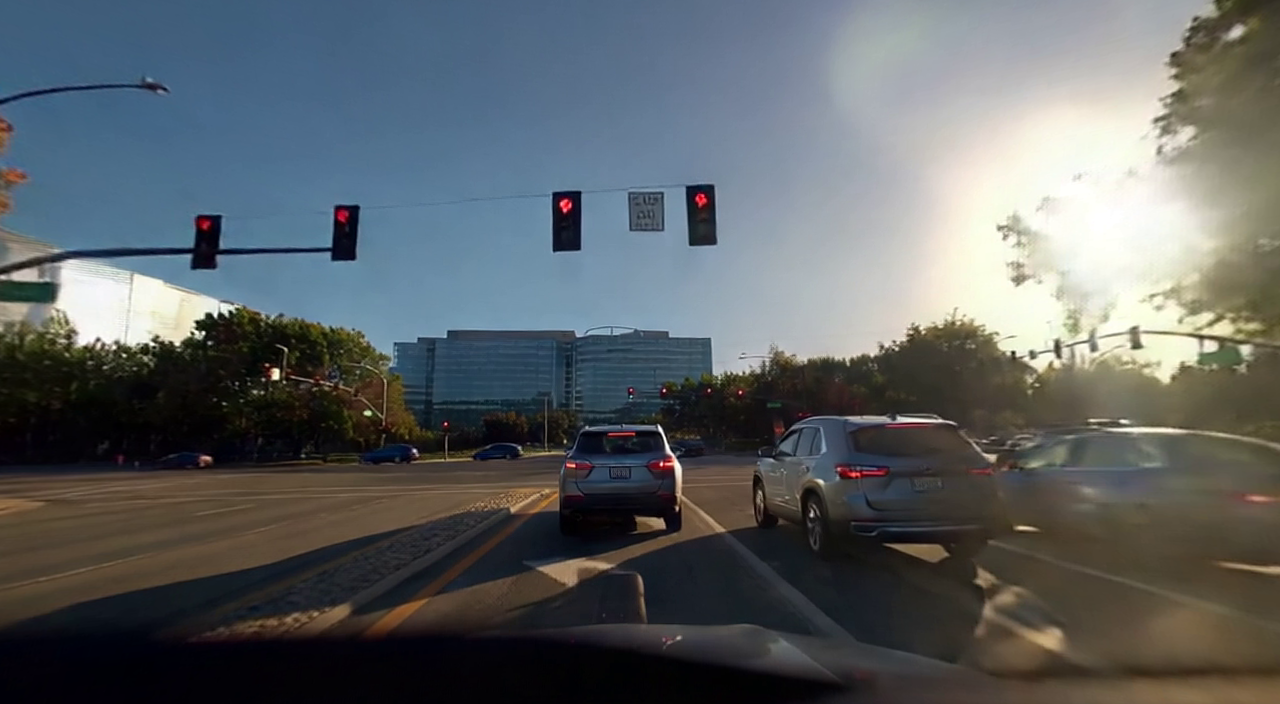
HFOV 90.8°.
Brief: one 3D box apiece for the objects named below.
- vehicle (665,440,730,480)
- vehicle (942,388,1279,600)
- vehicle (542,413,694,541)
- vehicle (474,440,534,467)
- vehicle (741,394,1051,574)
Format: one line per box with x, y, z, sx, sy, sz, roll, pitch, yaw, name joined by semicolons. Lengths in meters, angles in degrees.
2.208;4.312;25.597;1.900;1.459;4.260;1;-8;-5;vehicle
6.095;1.548;7.863;2.049;1.743;5.146;0;-8;-1;vehicle
-0.342;1.996;10.650;2.039;1.698;4.144;0;-8;-1;vehicle
-9.191;6.822;42.550;2.188;1.712;4.318;7;-11;-38;vehicle
2.951;1.653;8.641;2.228;1.798;4.370;0;-9;-3;vehicle
